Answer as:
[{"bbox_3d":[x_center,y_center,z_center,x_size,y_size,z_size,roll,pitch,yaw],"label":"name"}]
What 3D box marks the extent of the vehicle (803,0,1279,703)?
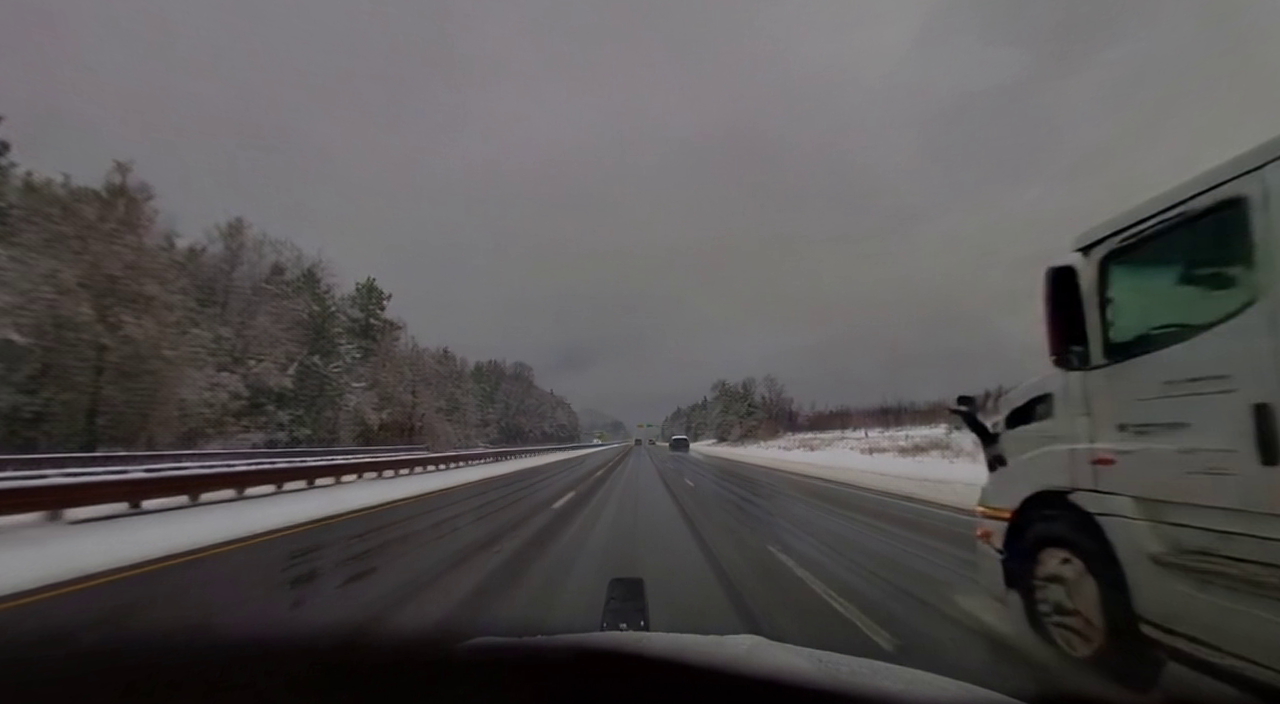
[{"bbox_3d":[3.845,-0.044,4.620,3.040,4.038,8.179,0,-8,0],"label":"vehicle"}]
